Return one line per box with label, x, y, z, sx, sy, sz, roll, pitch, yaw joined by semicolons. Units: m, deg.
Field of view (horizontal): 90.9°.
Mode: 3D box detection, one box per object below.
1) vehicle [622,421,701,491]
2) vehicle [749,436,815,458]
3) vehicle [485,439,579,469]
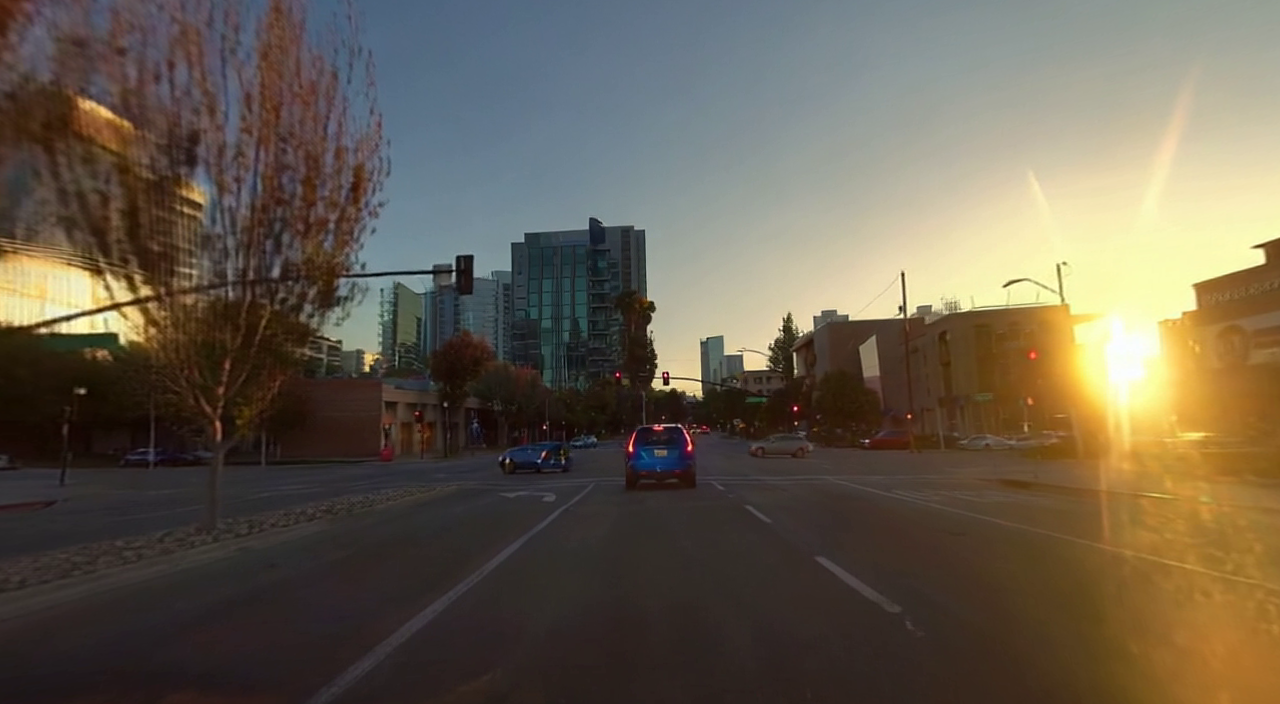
vehicle;0.571;2.950;18.179;1.994;1.759;4.186;0;-8;1
vehicle;9.483;6.382;42.366;3.963;1.480;1.774;0;-8;-2
vehicle;-5.796;5.496;34.206;4.705;1.486;2.013;8;-12;-44
